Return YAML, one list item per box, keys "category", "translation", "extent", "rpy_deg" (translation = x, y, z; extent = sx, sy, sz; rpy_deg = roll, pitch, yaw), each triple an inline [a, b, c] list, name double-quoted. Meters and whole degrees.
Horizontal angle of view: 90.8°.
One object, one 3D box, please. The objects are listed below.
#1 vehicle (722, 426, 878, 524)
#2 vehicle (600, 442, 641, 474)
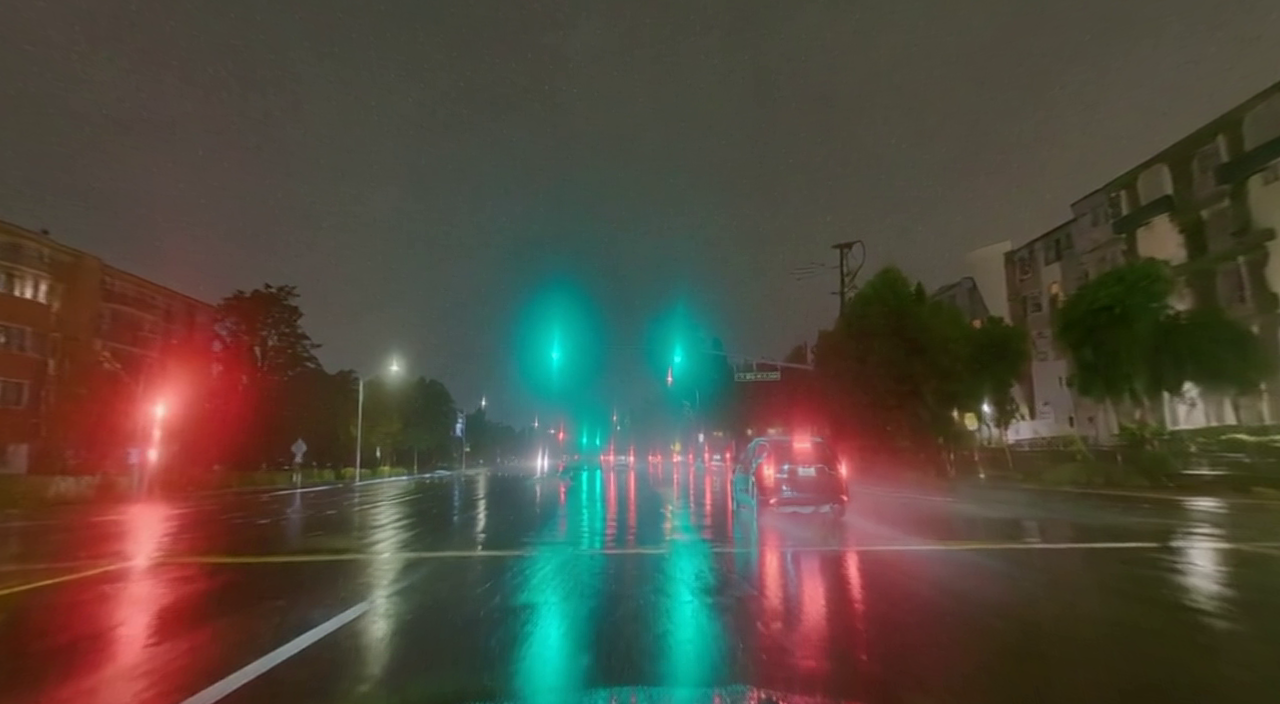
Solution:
- category: "vehicle"
  translation: [3.082, 2.491, 13.367]
  extent: [1.893, 1.664, 4.670]
  rpy_deg: [0, -9, -2]
- category: "vehicle"
  translation: [-1.092, 5.783, 34.642]
  extent: [2.101, 1.641, 4.341]
  rpy_deg: [0, -9, -2]
